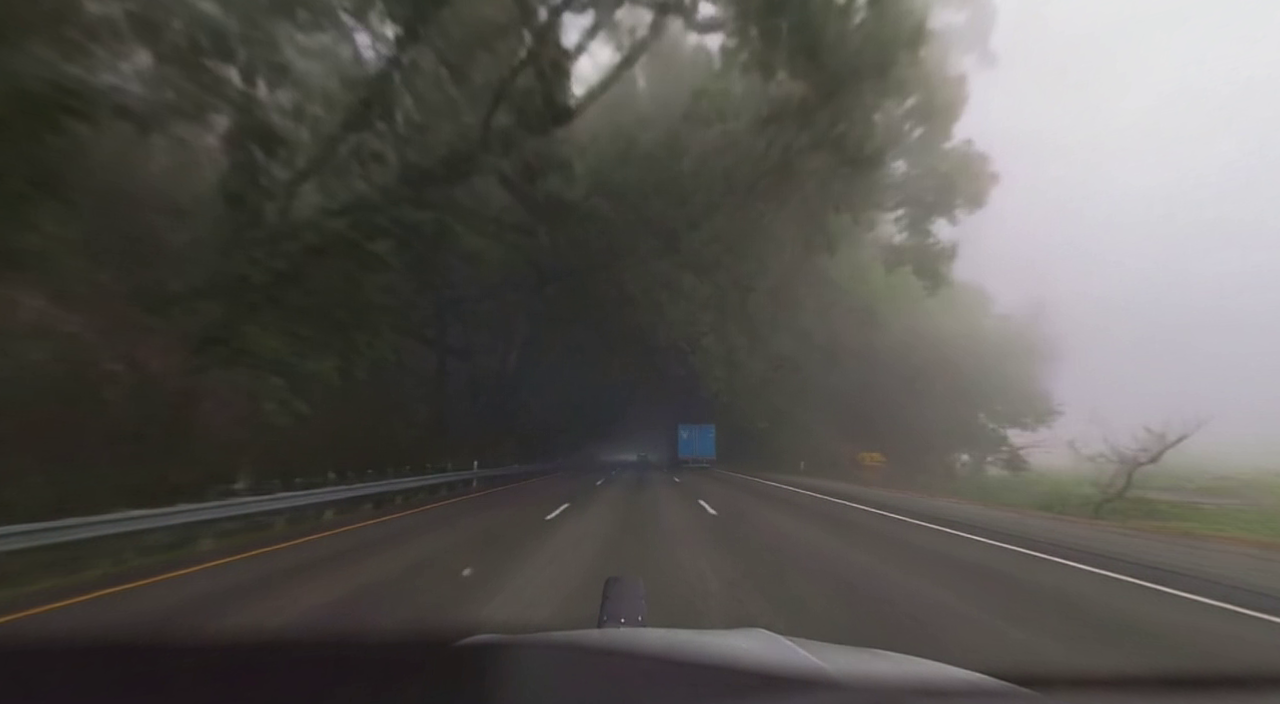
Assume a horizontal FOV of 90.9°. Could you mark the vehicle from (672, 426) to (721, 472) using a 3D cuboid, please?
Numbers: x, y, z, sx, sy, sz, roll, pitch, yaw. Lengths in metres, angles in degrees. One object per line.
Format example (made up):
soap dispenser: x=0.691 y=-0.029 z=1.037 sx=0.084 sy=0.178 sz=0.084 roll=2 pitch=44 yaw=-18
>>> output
vehicle: x=3.661 y=6.435 z=41.844 sx=2.572 sy=2.795 sz=5.978 roll=0 pitch=-9 yaw=-1

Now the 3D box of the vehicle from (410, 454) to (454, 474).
vehicle: x=-15.208 y=8.207 z=46.312 sx=1.886 sy=1.433 sz=3.791 roll=0 pitch=-9 yaw=1
